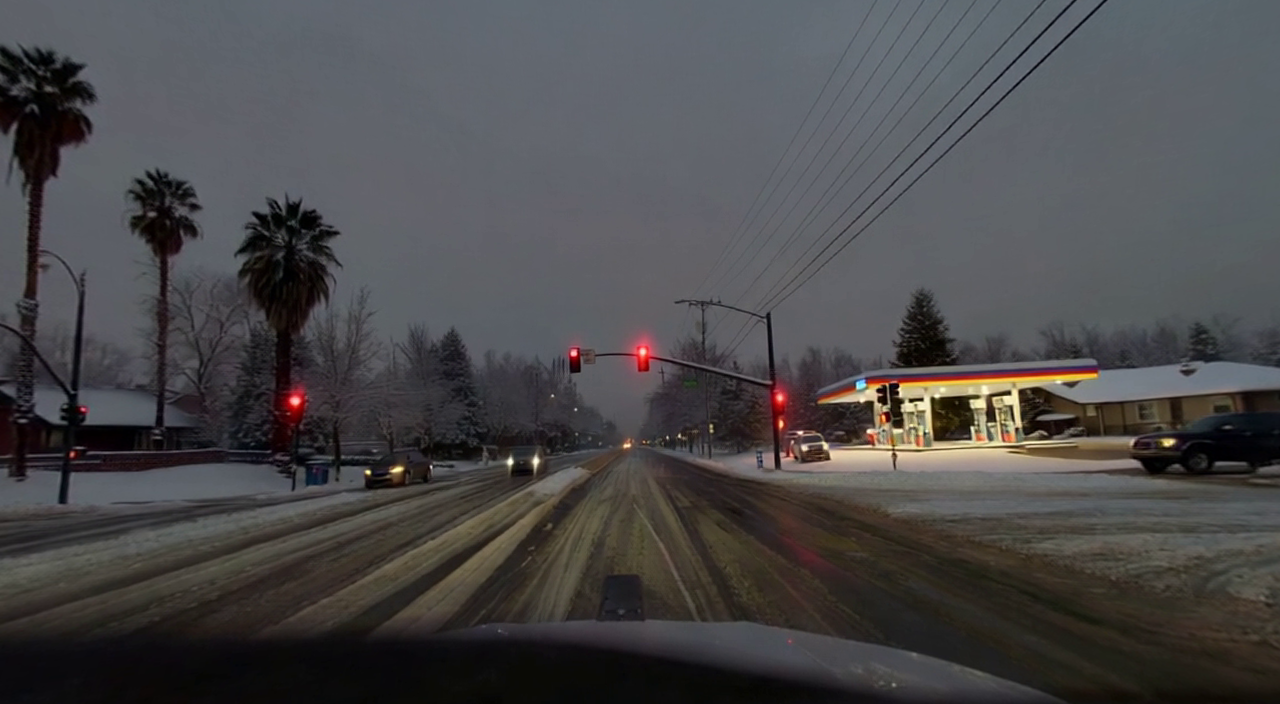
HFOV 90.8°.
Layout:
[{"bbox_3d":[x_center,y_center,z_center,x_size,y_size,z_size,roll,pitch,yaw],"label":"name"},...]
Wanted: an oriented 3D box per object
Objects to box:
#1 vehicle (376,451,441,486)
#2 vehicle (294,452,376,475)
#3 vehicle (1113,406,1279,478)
[{"bbox_3d":[-13.040,6.554,35.944,2.009,1.777,4.559,0,-9,-1],"label":"vehicle"},{"bbox_3d":[-20.948,7.685,43.509,4.672,1.469,1.816,-1,-9,-2],"label":"vehicle"},{"bbox_3d":[16.274,2.460,17.280,5.086,1.817,1.952,0,-9,-3],"label":"vehicle"}]
